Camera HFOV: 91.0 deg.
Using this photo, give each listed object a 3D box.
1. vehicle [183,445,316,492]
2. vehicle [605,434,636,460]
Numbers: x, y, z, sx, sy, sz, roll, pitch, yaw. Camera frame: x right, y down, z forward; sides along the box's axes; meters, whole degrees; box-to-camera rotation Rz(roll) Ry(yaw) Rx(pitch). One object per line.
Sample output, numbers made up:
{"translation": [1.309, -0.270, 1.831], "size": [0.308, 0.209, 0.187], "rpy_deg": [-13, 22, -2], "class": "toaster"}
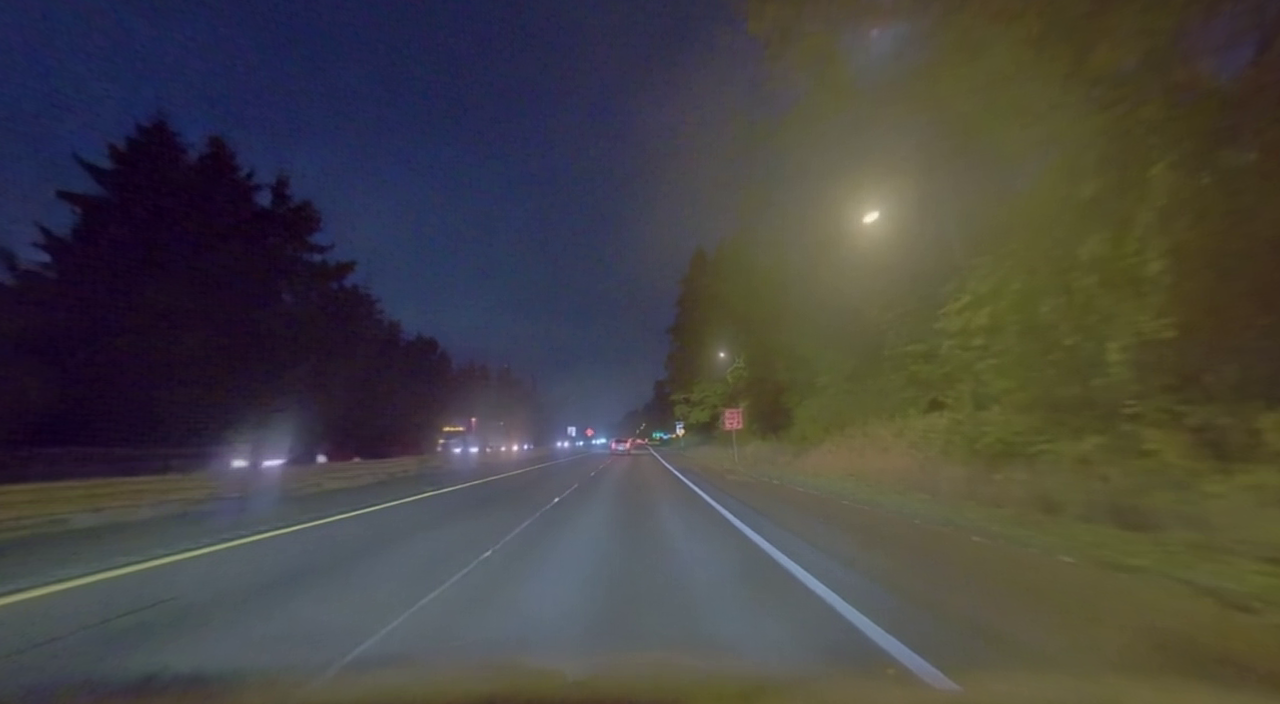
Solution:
{"translation": [-13.798, 4.093, 22.618], "size": [1.894, 1.460, 4.455], "rpy_deg": [0, -8, 0], "class": "vehicle"}
{"translation": [-1.420, 7.040, 46.865], "size": [2.188, 1.825, 4.282], "rpy_deg": [0, -8, -1], "class": "vehicle"}
